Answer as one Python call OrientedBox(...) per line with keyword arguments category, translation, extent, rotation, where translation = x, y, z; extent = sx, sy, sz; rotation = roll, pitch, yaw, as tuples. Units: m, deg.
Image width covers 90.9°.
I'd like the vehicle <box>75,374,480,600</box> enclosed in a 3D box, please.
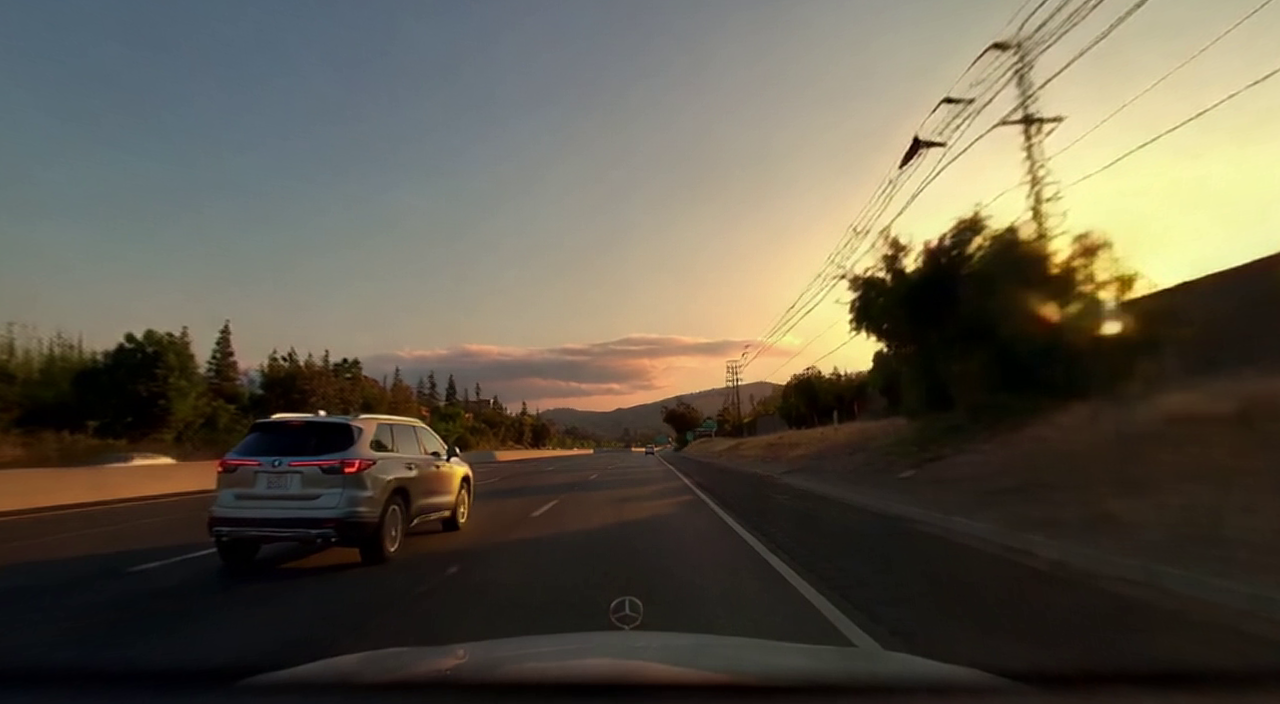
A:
OrientedBox(category="vehicle", translation=(-3.831, 1.550, 8.129), extent=(2.136, 1.975, 5.037), rotation=(0, -8, 1))
